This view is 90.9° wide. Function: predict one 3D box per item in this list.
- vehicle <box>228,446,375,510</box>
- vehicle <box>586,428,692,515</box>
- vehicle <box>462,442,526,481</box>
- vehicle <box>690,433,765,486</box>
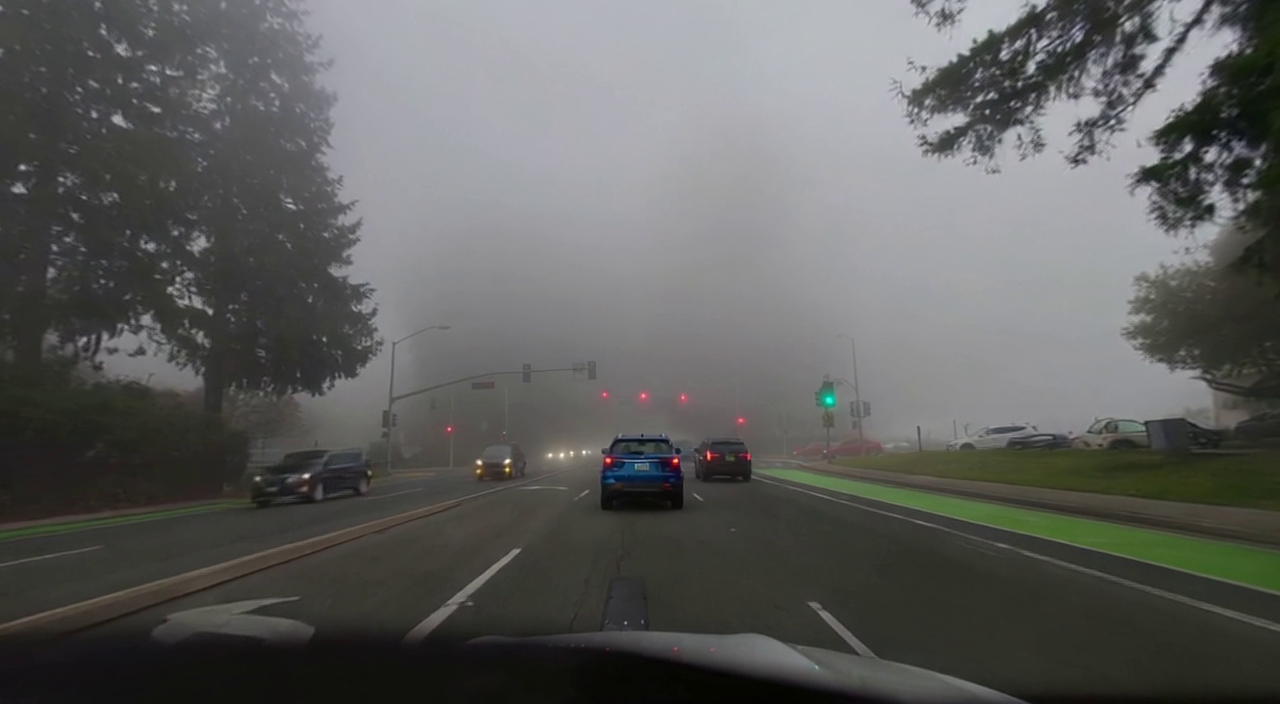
[{"bbox_3d":[-9.947,3.692,19.023,1.886,1.666,4.575,0,-8,0],"label":"vehicle"},{"bbox_3d":[-0.012,2.688,14.652,2.109,1.730,3.963,0,-8,0],"label":"vehicle"},{"bbox_3d":[-6.943,5.237,30.451,2.005,1.729,4.293,0,-8,0],"label":"vehicle"},{"bbox_3d":[3.231,4.081,24.249,2.189,1.815,4.495,0,-8,0],"label":"vehicle"}]
